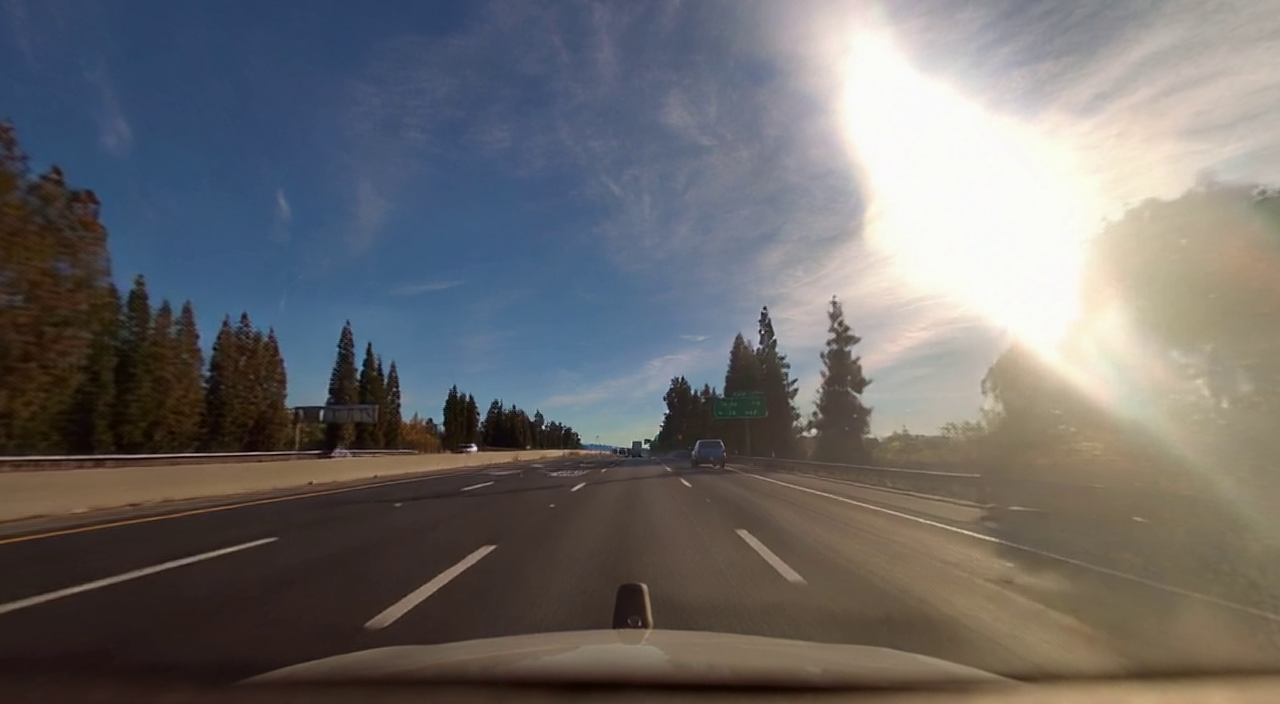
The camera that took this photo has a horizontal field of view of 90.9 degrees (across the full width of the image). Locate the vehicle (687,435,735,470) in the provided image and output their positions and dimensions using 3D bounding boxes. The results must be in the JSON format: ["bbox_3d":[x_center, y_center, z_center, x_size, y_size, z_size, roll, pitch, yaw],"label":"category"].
[{"bbox_3d":[4.107,5.944,37.475,2.172,1.930,4.879,0,-8,-1],"label":"vehicle"}]
